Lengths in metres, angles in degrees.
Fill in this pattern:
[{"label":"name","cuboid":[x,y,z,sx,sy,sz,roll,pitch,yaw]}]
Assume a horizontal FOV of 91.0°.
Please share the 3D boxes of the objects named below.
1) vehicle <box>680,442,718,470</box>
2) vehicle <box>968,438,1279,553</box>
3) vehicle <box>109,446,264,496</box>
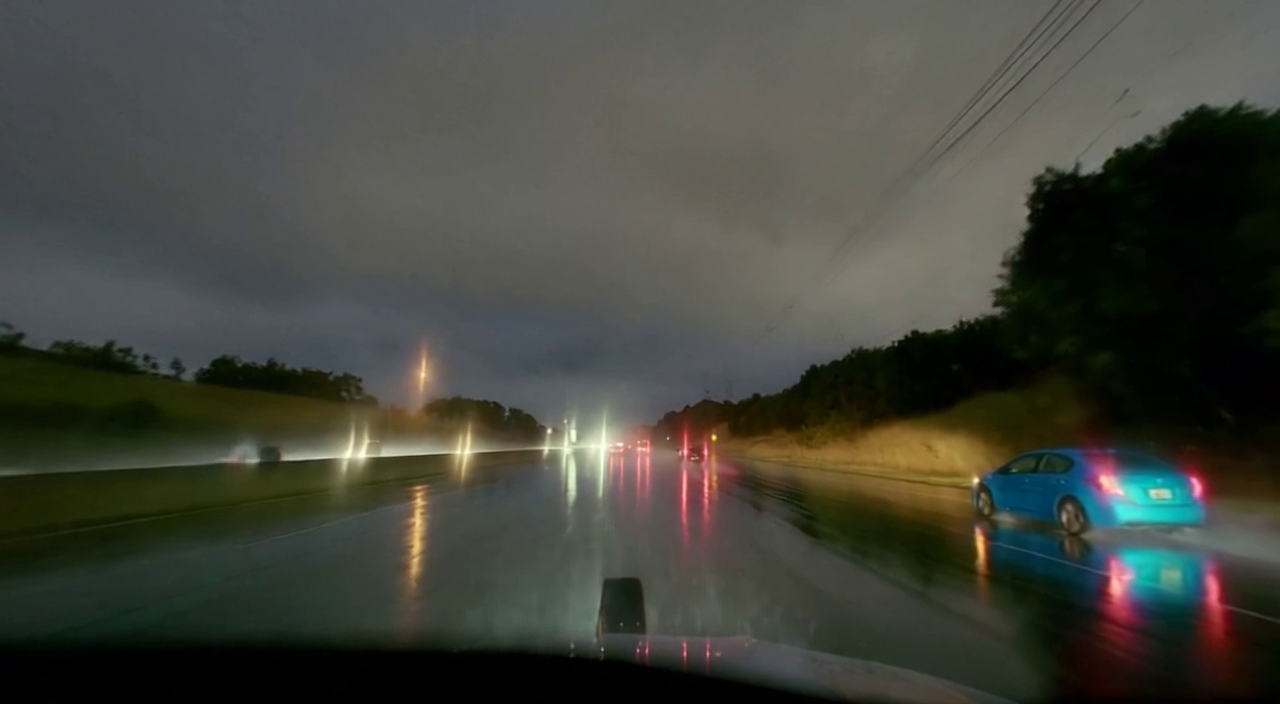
[{"label":"vehicle","cuboid":[3.984,7.099,43.346,2.159,1.782,4.673,1,-8,0]},{"label":"vehicle","cuboid":[8.086,2.347,11.160,1.970,1.545,4.818,0,-8,0]},{"label":"vehicle","cuboid":[-16.046,4.191,22.682,1.905,1.556,4.773,0,-9,2]}]
